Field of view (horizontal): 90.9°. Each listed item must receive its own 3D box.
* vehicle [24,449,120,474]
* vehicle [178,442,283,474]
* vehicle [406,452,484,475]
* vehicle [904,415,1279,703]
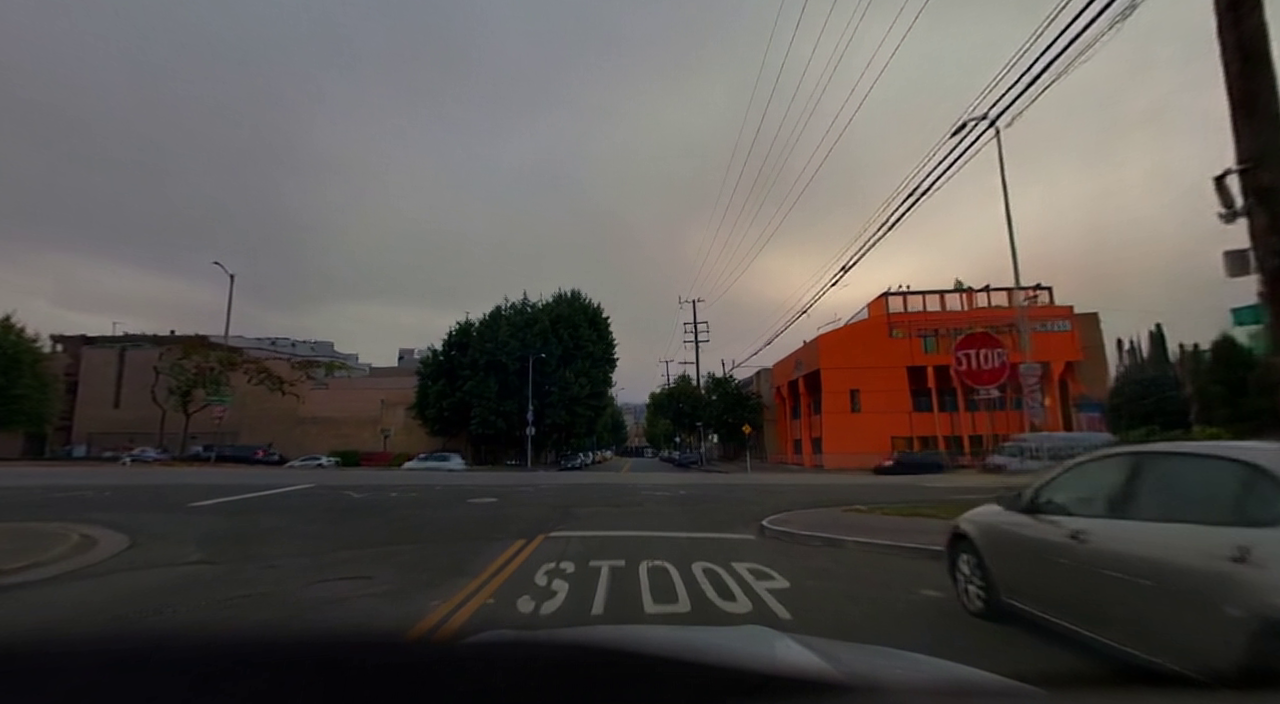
[{"bbox_3d":[-38.633,7.453,42.977,4.440,1.671,2.036,0,-9,-2],"label":"vehicle"},{"bbox_3d":[-23.800,6.178,36.790,4.689,1.803,1.958,0,-9,-2],"label":"vehicle"},{"bbox_3d":[-13.482,7.721,43.787,4.869,1.517,1.819,0,-9,-2],"label":"vehicle"},{"bbox_3d":[3.623,1.171,3.630,2.041,1.495,4.815,0,-8,-1],"label":"vehicle"}]
